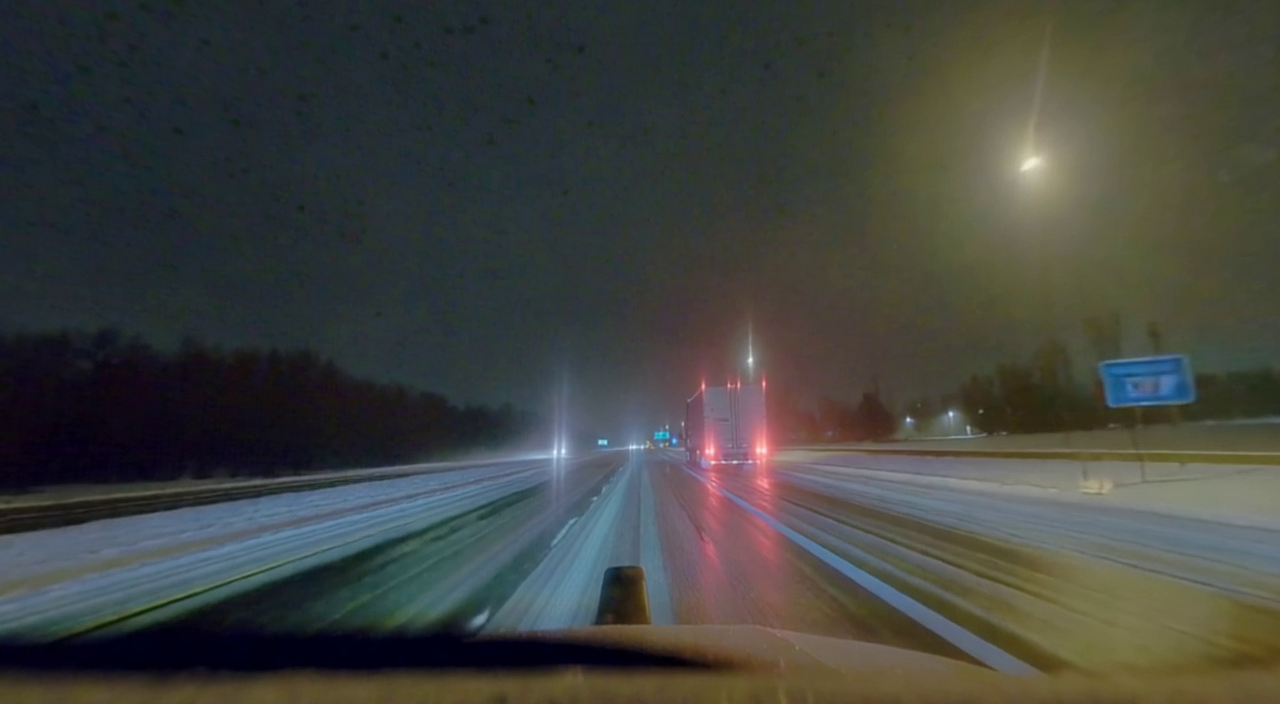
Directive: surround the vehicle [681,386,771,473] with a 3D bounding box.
[{"bbox_3d":[4.648,4.832,38.109,3.187,4.197,15.004,0,-8,-1],"label":"vehicle"}]
